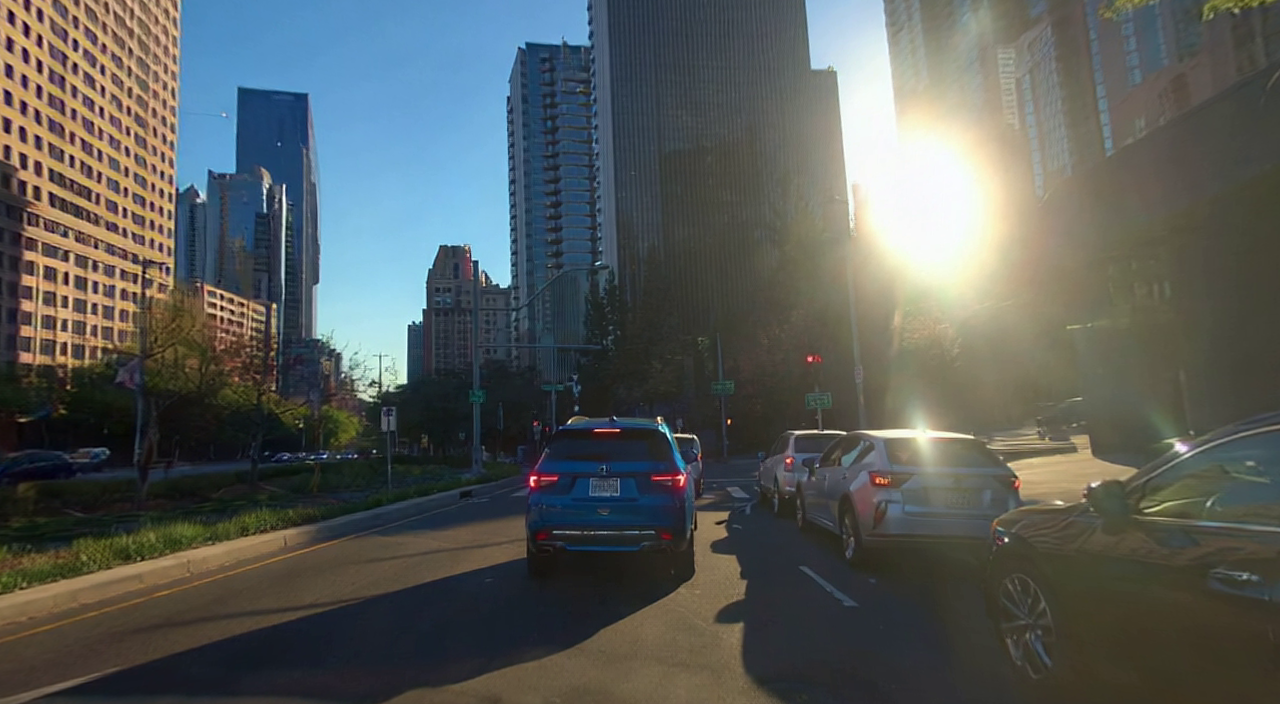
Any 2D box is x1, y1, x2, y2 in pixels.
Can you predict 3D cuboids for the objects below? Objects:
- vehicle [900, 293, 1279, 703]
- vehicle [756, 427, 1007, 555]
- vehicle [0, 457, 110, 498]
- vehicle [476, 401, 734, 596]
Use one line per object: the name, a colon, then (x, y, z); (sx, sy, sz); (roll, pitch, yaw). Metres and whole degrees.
vehicle: (2.998, 0.749, 2.243); (2.063, 1.760, 4.664); (0, -9, -1)
vehicle: (3.276, 1.984, 9.804); (1.941, 1.482, 4.632); (0, -9, -2)
vehicle: (-24.948, 5.153, 26.295); (1.960, 1.459, 4.699); (0, -9, -5)
vehicle: (-0.349, 1.585, 7.638); (2.249, 1.684, 4.084); (0, -9, -1)
